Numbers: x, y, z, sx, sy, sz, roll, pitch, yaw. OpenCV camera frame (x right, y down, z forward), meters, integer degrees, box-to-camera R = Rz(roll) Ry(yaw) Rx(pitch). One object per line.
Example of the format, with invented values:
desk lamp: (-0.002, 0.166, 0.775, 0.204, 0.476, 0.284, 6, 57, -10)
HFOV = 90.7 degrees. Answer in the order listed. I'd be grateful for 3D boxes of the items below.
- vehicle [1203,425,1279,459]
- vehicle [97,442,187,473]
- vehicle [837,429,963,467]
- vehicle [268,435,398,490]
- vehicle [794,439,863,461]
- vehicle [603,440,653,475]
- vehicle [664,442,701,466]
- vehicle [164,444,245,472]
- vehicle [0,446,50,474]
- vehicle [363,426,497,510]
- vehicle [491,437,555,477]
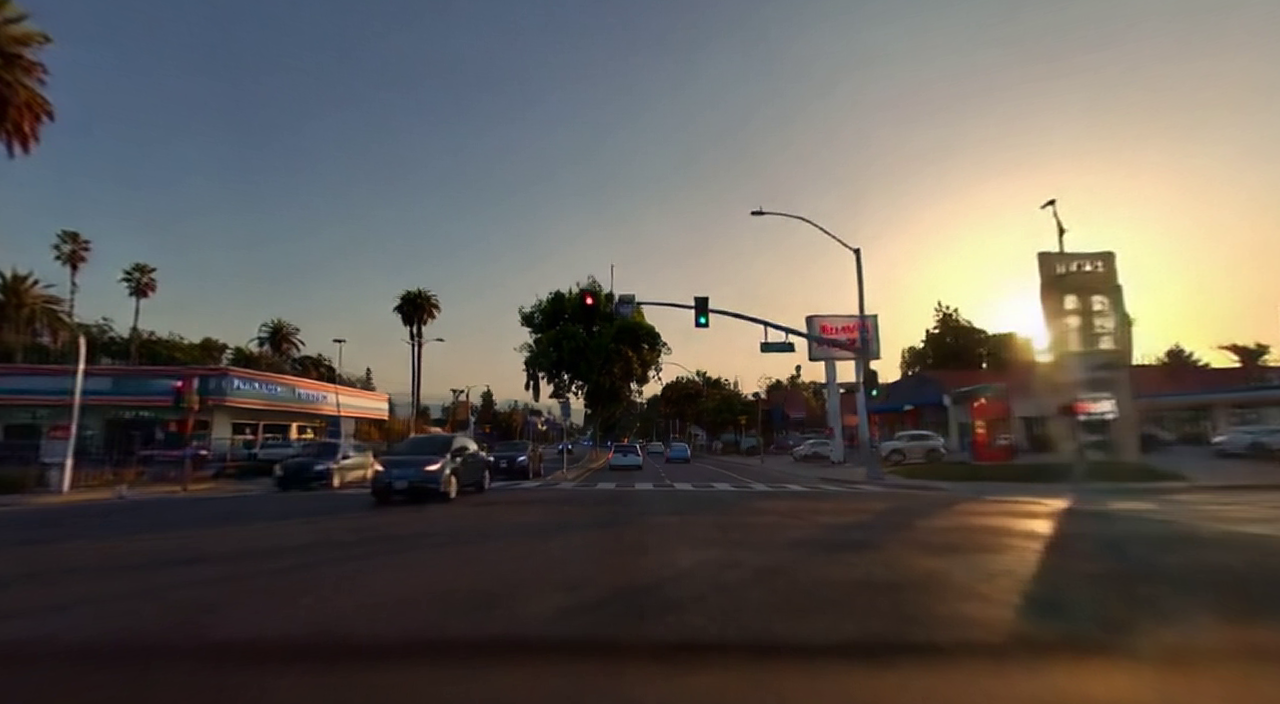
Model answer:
vehicle: (34.179, 4.936, 34.604, 4.597, 1.775, 1.982, -1, -8, 6)
vehicle: (-31.057, 6.582, 39.660, 2.009, 1.790, 4.501, 0, -8, -2)
vehicle: (13.682, 5.095, 33.551, 5.718, 1.911, 2.088, 0, -8, -2)
vehicle: (-11.580, 4.194, 24.482, 2.161, 1.830, 5.674, 0, -8, 0)
vehicle: (13.644, 7.090, 45.965, 4.360, 1.523, 1.900, 0, -8, -1)
vehicle: (-0.577, 4.902, 29.723, 2.160, 1.508, 4.319, 0, -8, -1)
vehicle: (2.772, 6.846, 42.644, 2.060, 1.471, 4.168, 0, -8, -2)
vehicle: (-27.219, 6.608, 39.767, 1.969, 1.627, 4.508, 0, -8, -2)
vehicle: (-40.281, 6.865, 40.263, 1.791, 1.696, 3.791, 0, -8, -3)
vehicle: (-5.199, 2.869, 16.364, 2.032, 1.747, 4.479, -2, -7, -2)
vehicle: (-5.279, 4.781, 29.087, 2.060, 1.643, 4.359, 0, -8, 0)
